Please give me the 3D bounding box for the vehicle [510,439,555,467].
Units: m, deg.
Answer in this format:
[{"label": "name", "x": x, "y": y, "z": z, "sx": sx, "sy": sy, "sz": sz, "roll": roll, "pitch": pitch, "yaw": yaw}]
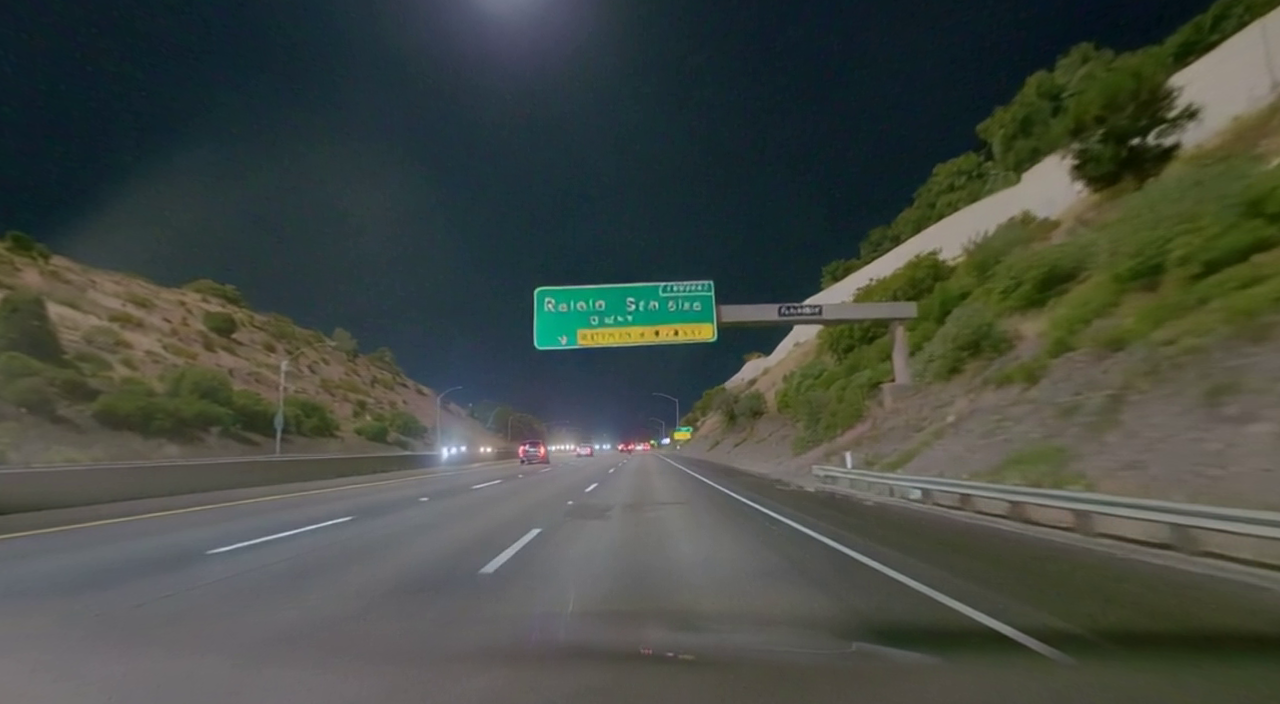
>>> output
[{"label": "vehicle", "x": -6.666, "y": 6.297, "z": 39.381, "sx": 1.972, "sy": 1.660, "sz": 4.254, "roll": 0, "pitch": -8, "yaw": 0}]
